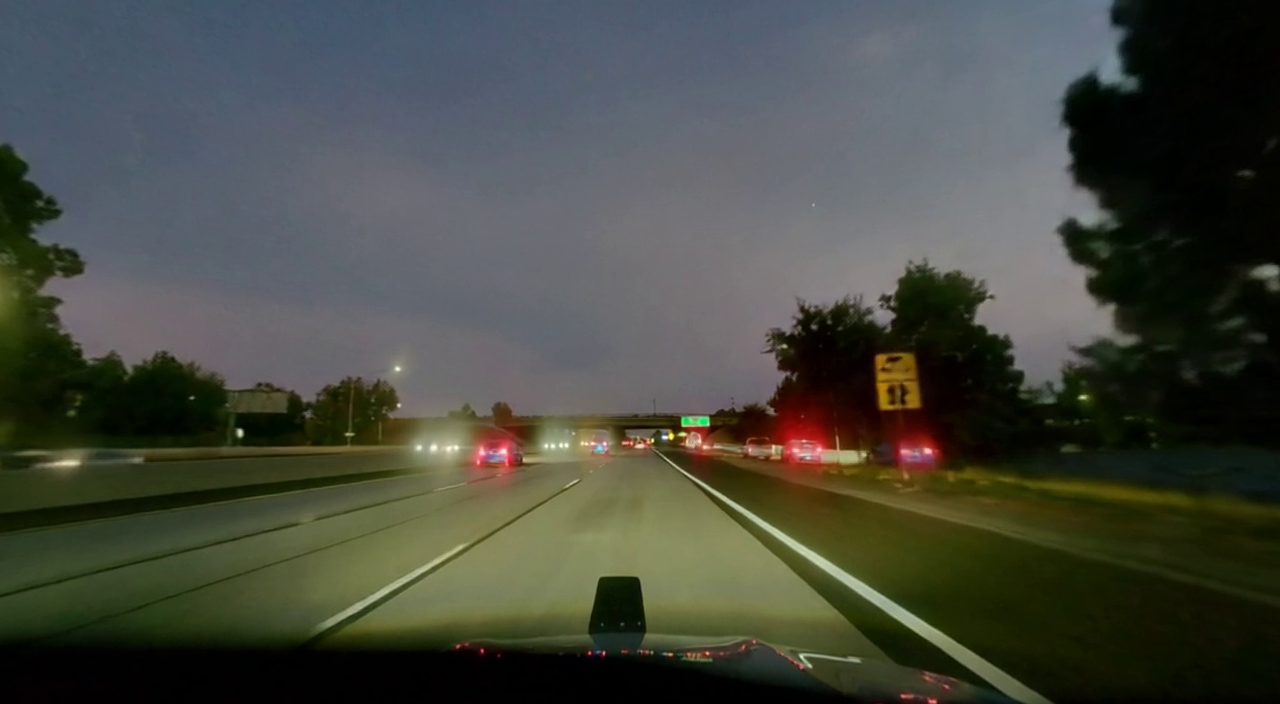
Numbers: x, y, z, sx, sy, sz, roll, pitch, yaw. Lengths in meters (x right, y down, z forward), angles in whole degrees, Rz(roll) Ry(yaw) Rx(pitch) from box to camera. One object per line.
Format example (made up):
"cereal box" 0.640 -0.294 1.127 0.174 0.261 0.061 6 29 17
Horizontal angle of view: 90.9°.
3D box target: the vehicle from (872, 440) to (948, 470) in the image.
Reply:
"vehicle" 15.445 5.872 36.333 2.000 1.515 4.188 0 -8 -9

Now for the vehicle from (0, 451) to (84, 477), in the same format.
"vehicle" -41.564 7.677 43.527 1.878 1.675 4.614 -1 -8 4

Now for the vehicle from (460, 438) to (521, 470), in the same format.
"vehicle" -7.405 5.076 31.675 1.987 1.486 4.174 0 -8 1
